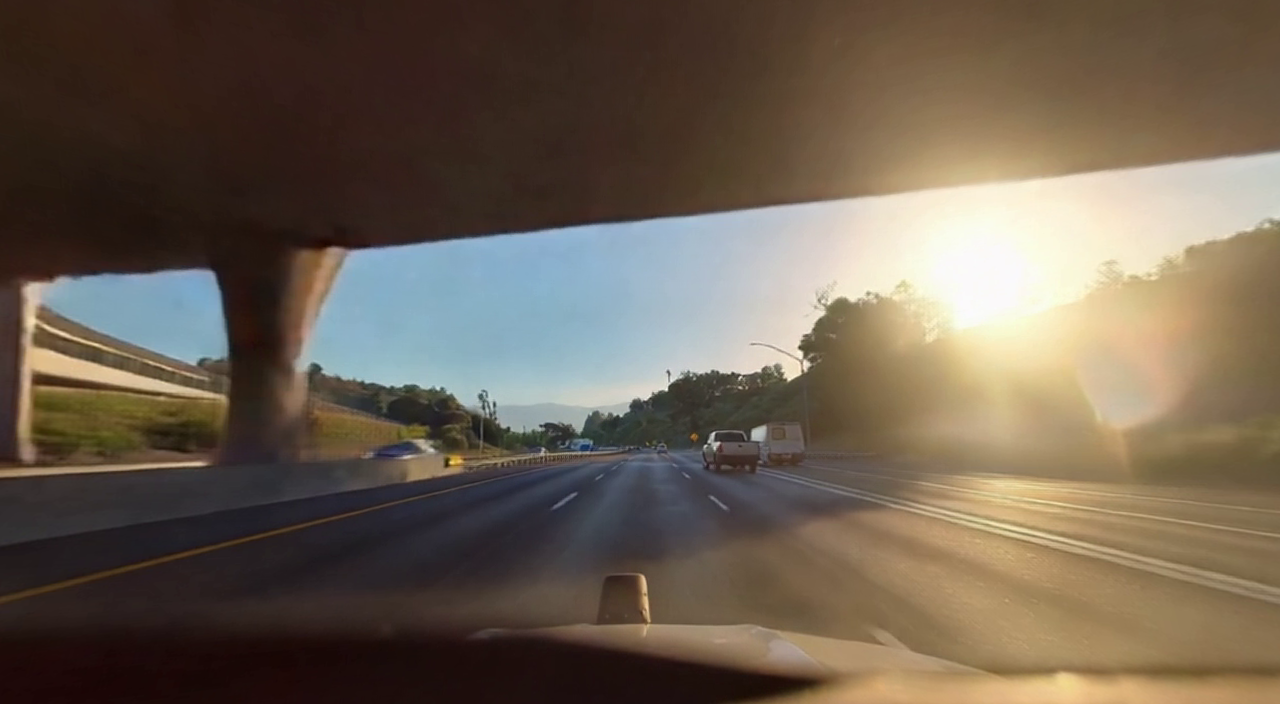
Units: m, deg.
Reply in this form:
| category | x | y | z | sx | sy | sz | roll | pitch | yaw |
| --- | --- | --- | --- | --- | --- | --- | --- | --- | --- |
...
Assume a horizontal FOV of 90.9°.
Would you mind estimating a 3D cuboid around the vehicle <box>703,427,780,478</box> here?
| category | x | y | z | sx | sy | sz | roll | pitch | yaw |
| --- | --- | --- | --- | --- | --- | --- | --- | --- | --- |
| vehicle | 4.386 | 4.500 | 28.372 | 2.505 | 2.020 | 5.532 | 0 | -9 | 0 |

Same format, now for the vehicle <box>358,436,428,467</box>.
| category | x | y | z | sx | sy | sz | roll | pitch | yaw |
| --- | --- | --- | --- | --- | --- | --- | --- | --- | --- |
| vehicle | -14.768 | 5.993 | 38.043 | 2.079 | 1.715 | 4.875 | 0 | -9 | 2 |
